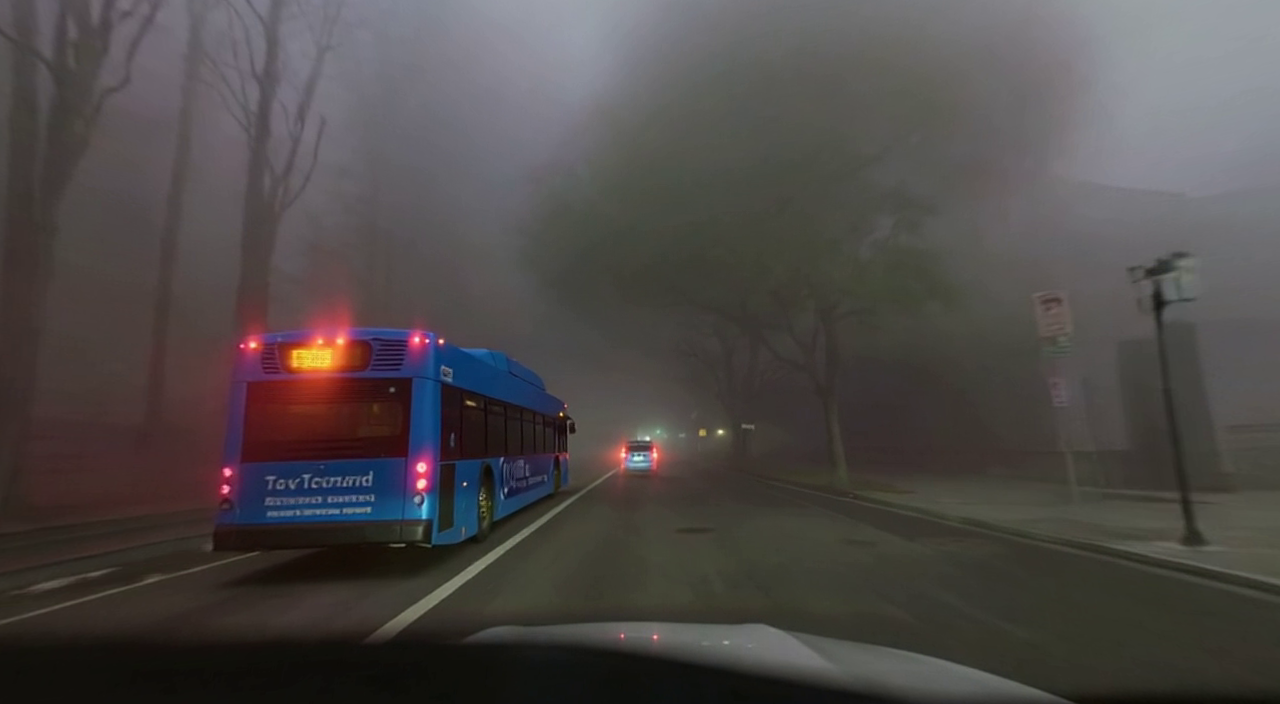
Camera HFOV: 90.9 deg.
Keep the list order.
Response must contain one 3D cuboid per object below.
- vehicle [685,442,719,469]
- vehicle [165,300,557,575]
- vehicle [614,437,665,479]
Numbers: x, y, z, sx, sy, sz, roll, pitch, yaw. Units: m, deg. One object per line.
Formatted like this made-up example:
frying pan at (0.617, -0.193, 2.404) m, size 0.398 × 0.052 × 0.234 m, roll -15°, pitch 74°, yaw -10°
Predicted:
vehicle at (4.374, 7.401, 45.284) m, size 2.138 × 1.787 × 4.522 m, roll -1°, pitch -8°, yaw 2°
vehicle at (-3.496, 1.319, 11.003) m, size 2.920 × 2.884 × 8.588 m, roll 1°, pitch -6°, yaw 0°
vehicle at (0.001, 4.646, 27.899) m, size 2.120 × 1.727 × 3.917 m, roll 0°, pitch -8°, yaw 1°
